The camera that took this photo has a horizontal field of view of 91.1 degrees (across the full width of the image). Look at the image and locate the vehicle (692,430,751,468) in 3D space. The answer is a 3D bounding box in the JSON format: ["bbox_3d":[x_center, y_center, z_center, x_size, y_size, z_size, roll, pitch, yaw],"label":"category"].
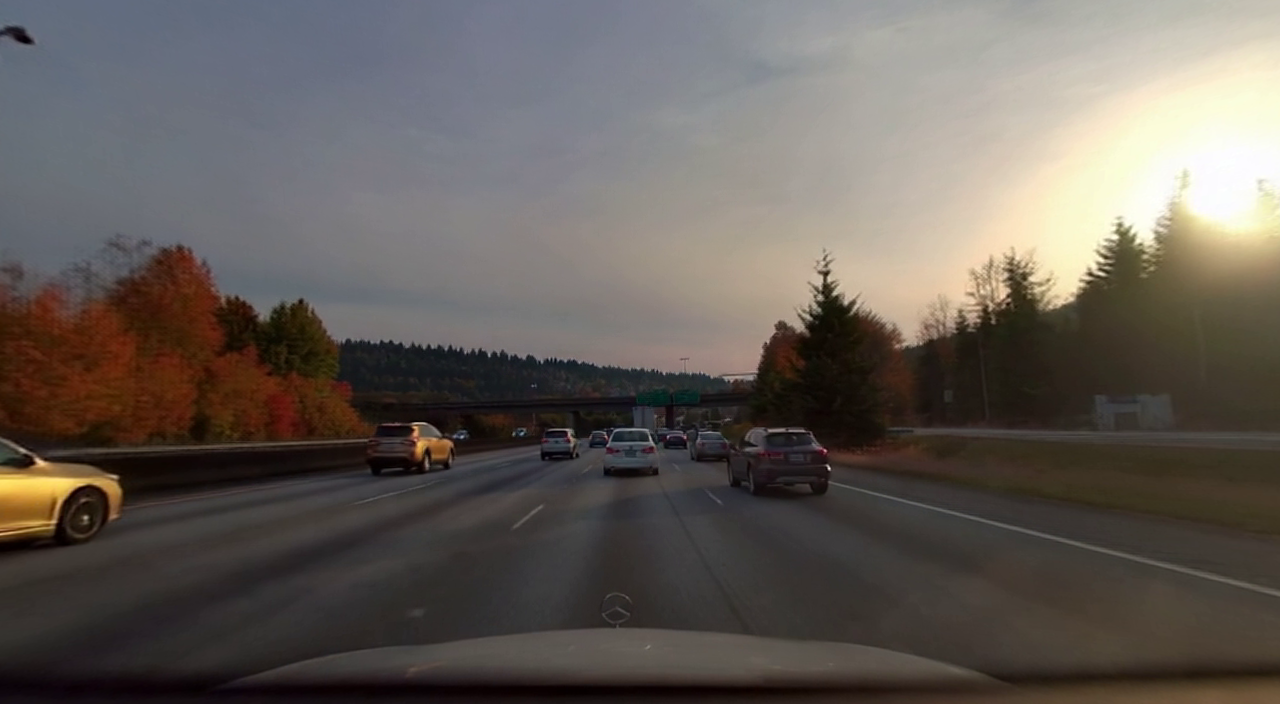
[{"bbox_3d":[3.505,4.263,27.901,1.972,1.516,4.514,0,-8,-1],"label":"vehicle"}]

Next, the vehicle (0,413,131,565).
[{"bbox_3d":[-7.482,1.338,5.974,1.934,1.526,3.966,0,-8,0],"label":"vehicle"}]

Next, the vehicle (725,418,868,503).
[{"bbox_3d":[3.358,2.415,14.488,2.095,1.650,4.331,0,-8,-1],"label":"vehicle"}]

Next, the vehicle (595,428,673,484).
[{"bbox_3d":[-0.144,3.116,19.220,2.111,1.494,4.364,0,-8,0],"label":"vehicle"}]

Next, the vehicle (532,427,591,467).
[{"bbox_3d":[-3.517,4.359,29.078,2.064,1.672,4.277,0,-8,1],"label":"vehicle"}]

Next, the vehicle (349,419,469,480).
[{"bbox_3d":[-7.441,3.193,20.877,2.117,1.779,4.745,0,-8,1],"label":"vehicle"}]
